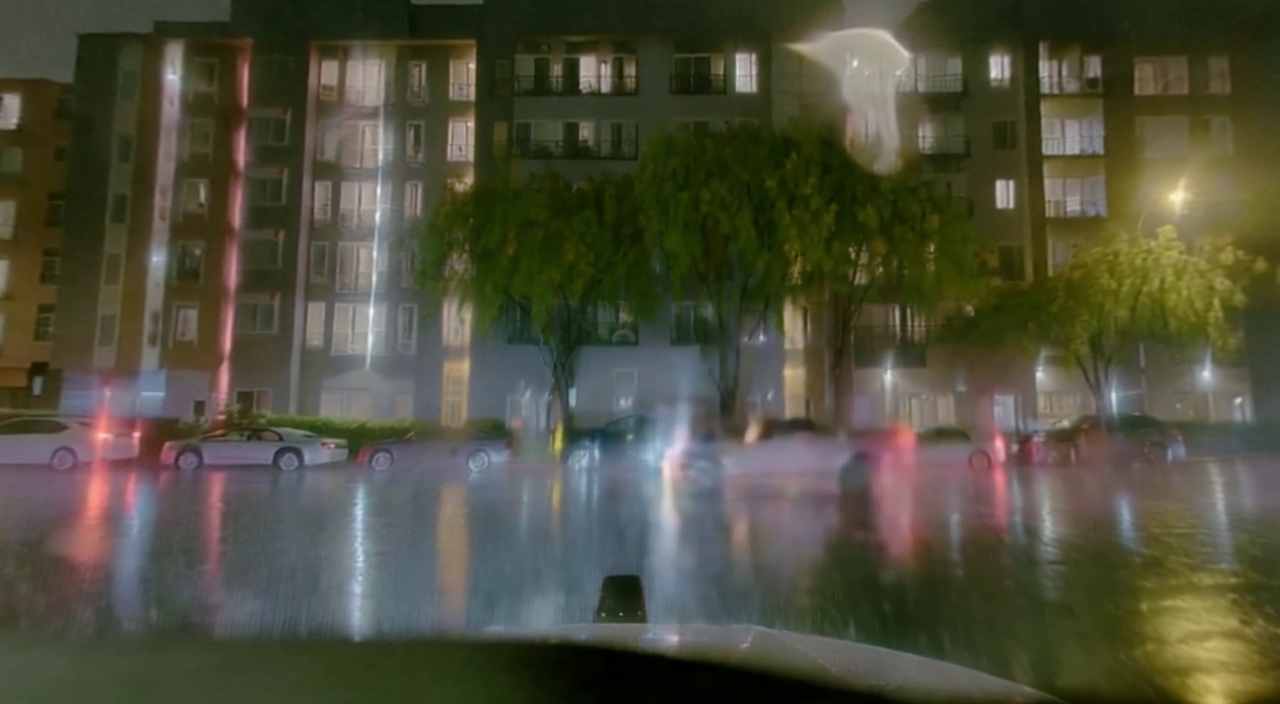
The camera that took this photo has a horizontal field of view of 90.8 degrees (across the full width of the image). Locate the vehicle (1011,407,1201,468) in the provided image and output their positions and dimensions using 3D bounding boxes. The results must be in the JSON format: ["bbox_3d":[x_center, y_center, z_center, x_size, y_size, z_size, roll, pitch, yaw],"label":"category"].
[{"bbox_3d":[14.835,2.708,20.317,4.544,1.780,1.966,-1,-5,-1],"label":"vehicle"}]

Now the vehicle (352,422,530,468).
[{"bbox_3d":[-5.958,2.873,19.380,4.851,1.339,1.785,0,-10,-3],"label":"vehicle"}]

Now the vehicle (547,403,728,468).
[{"bbox_3d":[-0.134,2.630,19.613,5.299,1.860,2.098,1,-10,-5],"label":"vehicle"}]

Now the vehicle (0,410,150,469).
[{"bbox_3d":[-17.691,2.610,18.831,4.426,1.641,1.889,0,-8,-5],"label":"vehicle"}]

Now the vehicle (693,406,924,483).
[{"bbox_3d":[3.432,1.980,13.607,4.396,1.501,1.955,0,-8,-1],"label":"vehicle"}]

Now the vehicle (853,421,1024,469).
[{"bbox_3d":[9.268,2.876,19.815,4.521,1.411,1.726,1,-6,-4],"label":"vehicle"}]

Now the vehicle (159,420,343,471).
[{"bbox_3d":[-11.623,2.826,19.147,4.336,1.438,1.776,1,-8,-4],"label":"vehicle"}]
